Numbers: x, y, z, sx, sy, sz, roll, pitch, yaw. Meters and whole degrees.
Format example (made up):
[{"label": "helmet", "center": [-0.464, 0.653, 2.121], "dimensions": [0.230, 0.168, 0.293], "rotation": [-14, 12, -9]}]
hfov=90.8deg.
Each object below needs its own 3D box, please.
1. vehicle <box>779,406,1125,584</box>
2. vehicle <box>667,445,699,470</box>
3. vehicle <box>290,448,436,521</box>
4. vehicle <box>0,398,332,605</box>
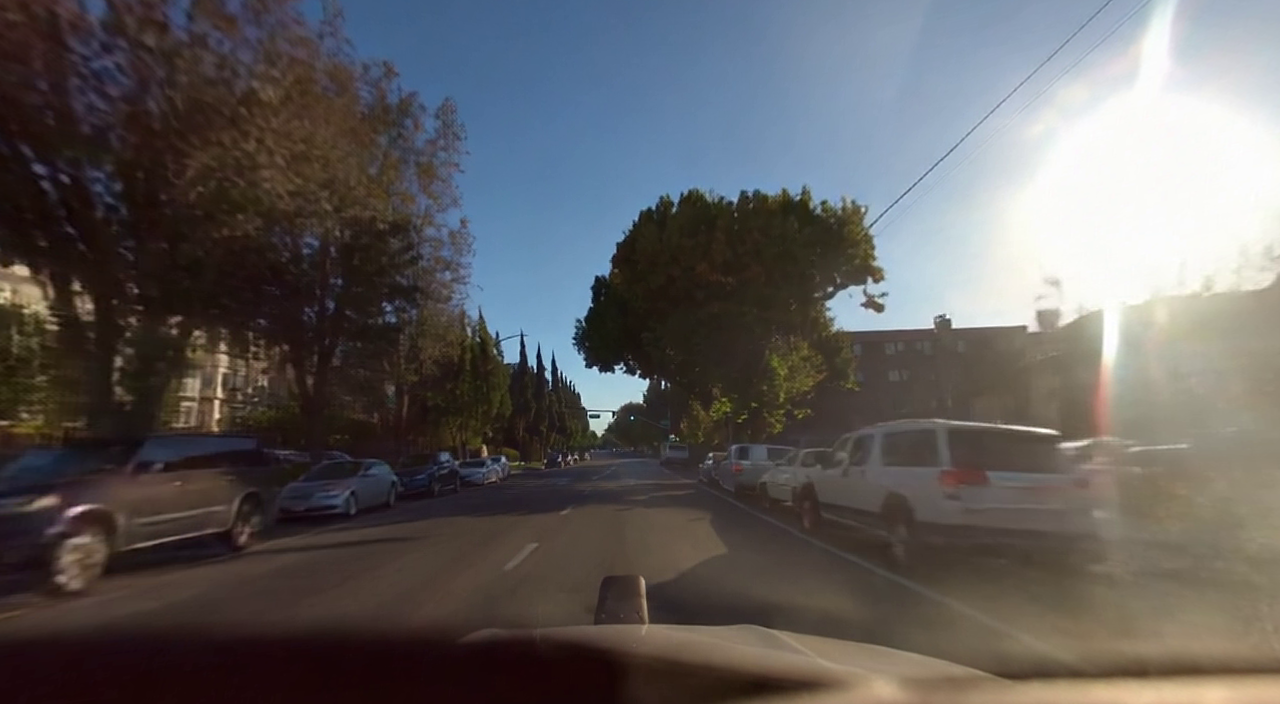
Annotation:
[{"label": "vehicle", "center": [3.925, 1.922, 9.552], "dimensions": [2.255, 1.863, 5.629], "rotation": [0, -8, -1]}, {"label": "vehicle", "center": [3.338, 8.252, 49.696], "dimensions": [2.034, 1.906, 4.653], "rotation": [0, -8, -2]}, {"label": "vehicle", "center": [-7.454, 3.550, 17.627], "dimensions": [2.113, 1.486, 4.774], "rotation": [-2, -7, -2]}, {"label": "vehicle", "center": [-7.260, 2.001, 9.867], "dimensions": [2.382, 2.223, 5.472], "rotation": [-3, -6, -3]}]
